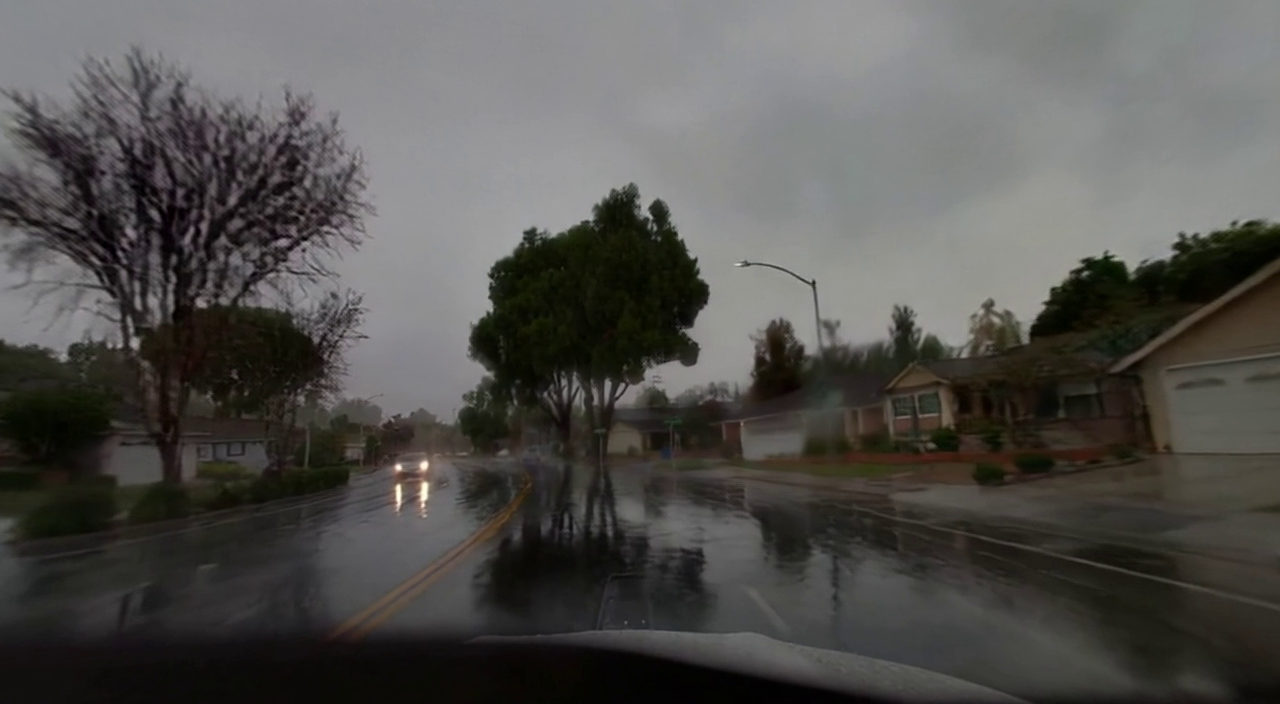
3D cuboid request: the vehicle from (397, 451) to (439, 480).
[{"bbox_3d":[-13.966,7.129,39.865,2.125,1.592,4.616,2,-9,-16],"label":"vehicle"}]
